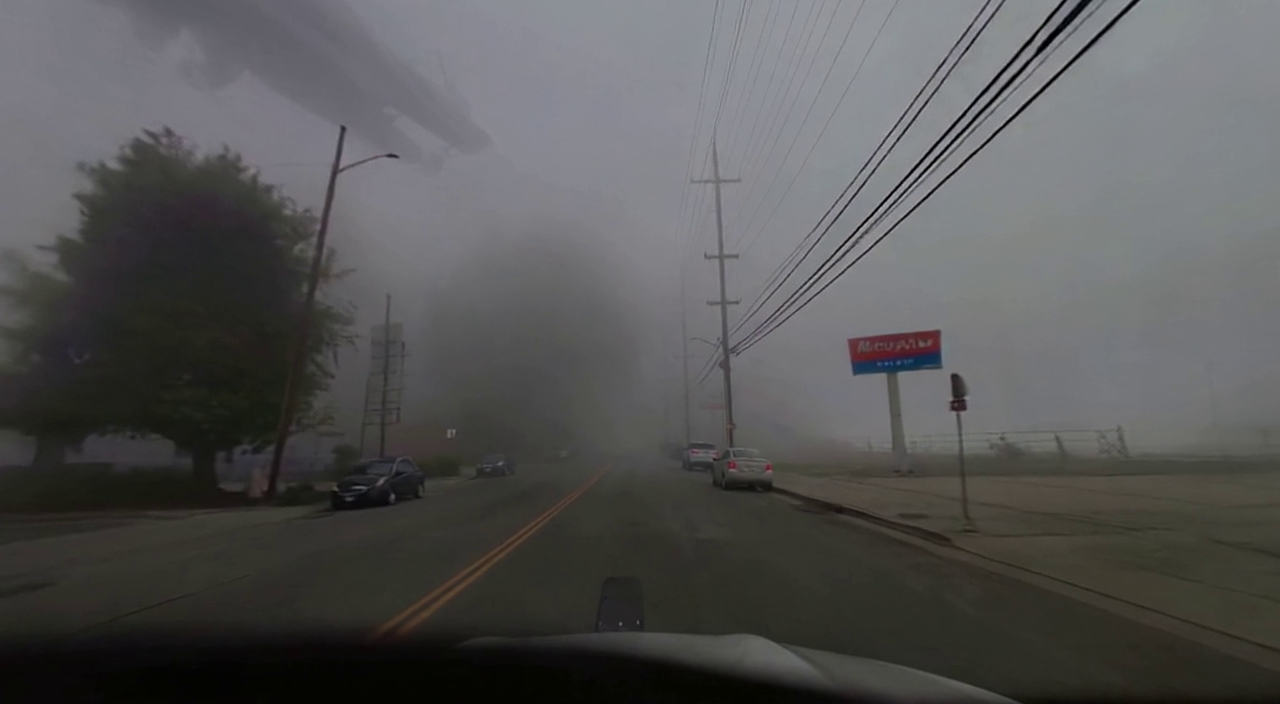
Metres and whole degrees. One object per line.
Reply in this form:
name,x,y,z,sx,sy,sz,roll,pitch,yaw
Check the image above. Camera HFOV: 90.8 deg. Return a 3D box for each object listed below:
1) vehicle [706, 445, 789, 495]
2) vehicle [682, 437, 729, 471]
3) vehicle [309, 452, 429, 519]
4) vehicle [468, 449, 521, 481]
vehicle,3.573,3.981,21.865,1.990,1.521,4.693,0,-8,0
vehicle,3.855,6.106,38.020,2.080,1.893,4.699,0,-8,-3
vehicle,-7.845,3.837,18.721,1.787,1.543,4.052,-3,-7,0
vehicle,-7.936,6.160,34.754,1.872,1.455,4.350,-3,-8,-1
